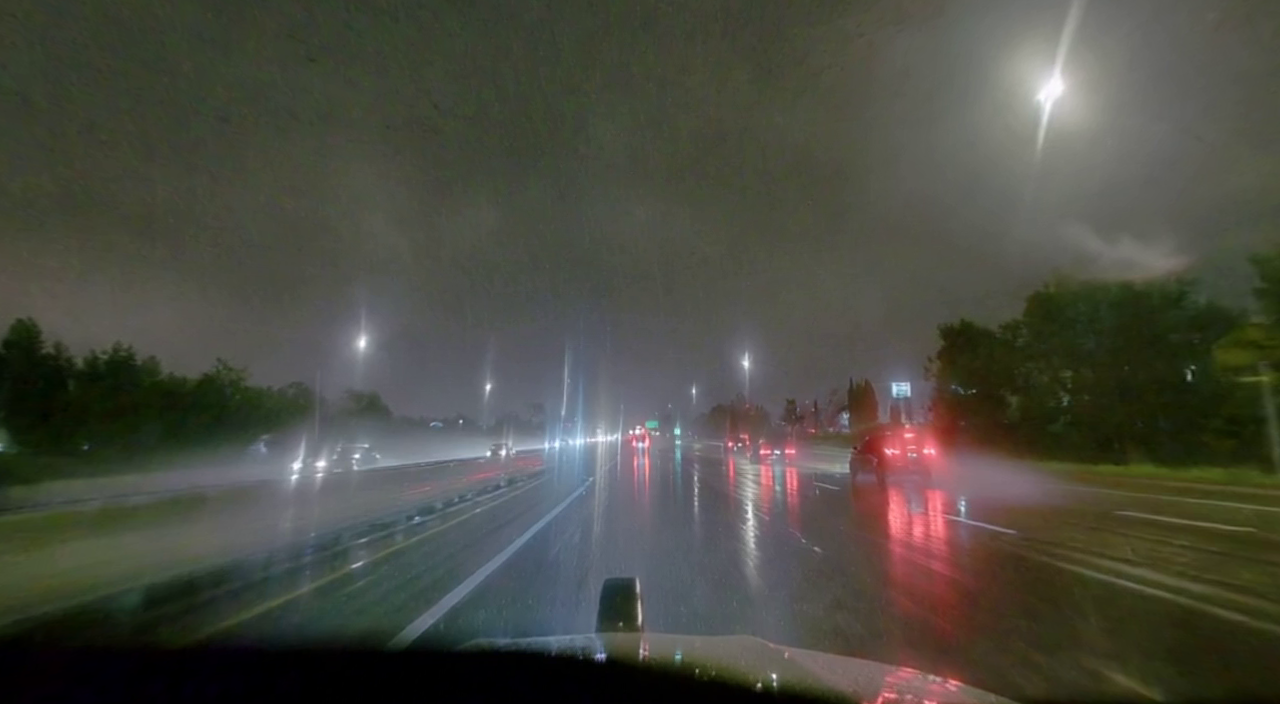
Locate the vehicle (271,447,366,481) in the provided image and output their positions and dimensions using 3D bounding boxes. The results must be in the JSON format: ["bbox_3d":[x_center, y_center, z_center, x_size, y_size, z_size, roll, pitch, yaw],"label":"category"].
[{"bbox_3d":[-15.846,5.518,31.424,2.005,1.515,5.180,0,-9,0],"label":"vehicle"}]

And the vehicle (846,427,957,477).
[{"bbox_3d":[11.147,4.326,27.467,2.387,1.936,5.646,0,-9,0],"label":"vehicle"}]

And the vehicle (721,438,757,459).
[{"bbox_3d":[7.601,7.450,48.788,2.053,1.553,4.463,0,-9,-1],"label":"vehicle"}]
